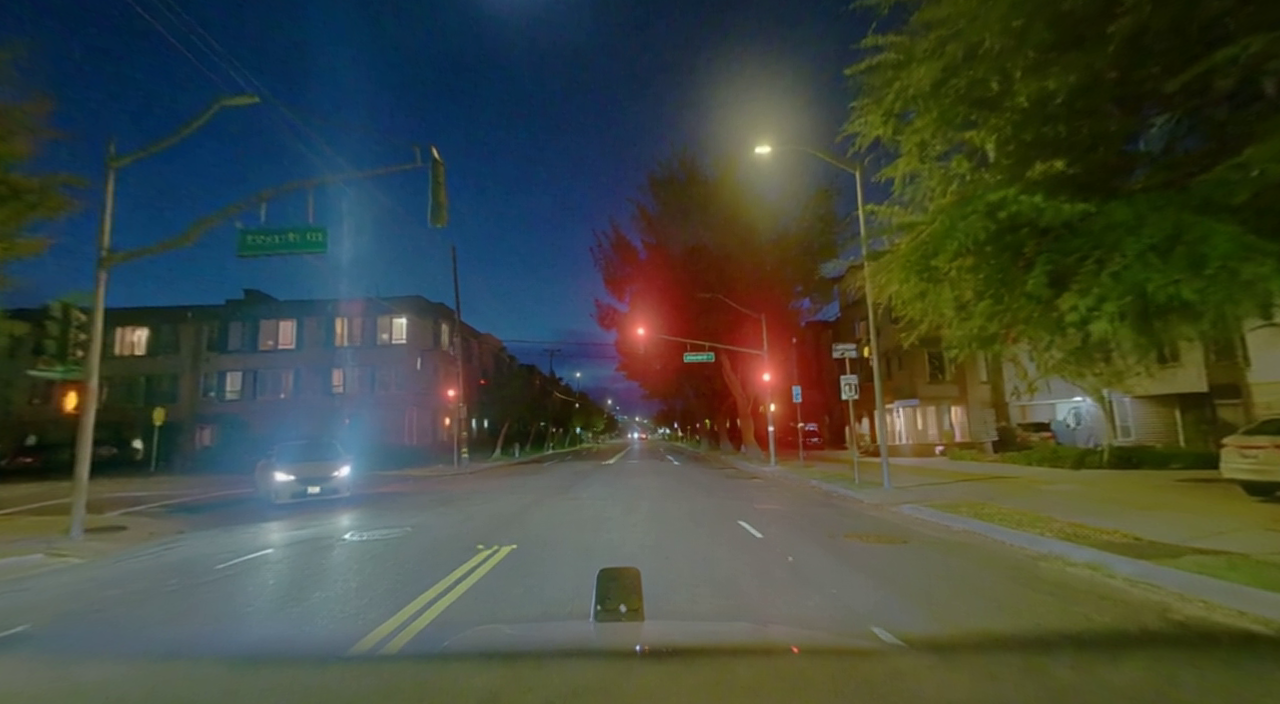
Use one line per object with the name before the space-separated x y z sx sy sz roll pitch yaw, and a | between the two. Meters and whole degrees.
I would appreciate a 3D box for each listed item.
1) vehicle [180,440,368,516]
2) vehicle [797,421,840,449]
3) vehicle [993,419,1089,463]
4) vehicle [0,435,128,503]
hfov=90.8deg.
vehicle | -8.237 2.836 14.164 4.135 1.424 1.945 -10 -12 33
vehicle | 11.447 5.410 40.811 1.950 1.714 4.245 -1 -9 6
vehicle | 17.090 3.846 27.183 2.013 1.722 4.007 -2 -9 11
vehicle | -18.804 3.514 19.027 4.804 1.842 2.171 -1 -8 -2
